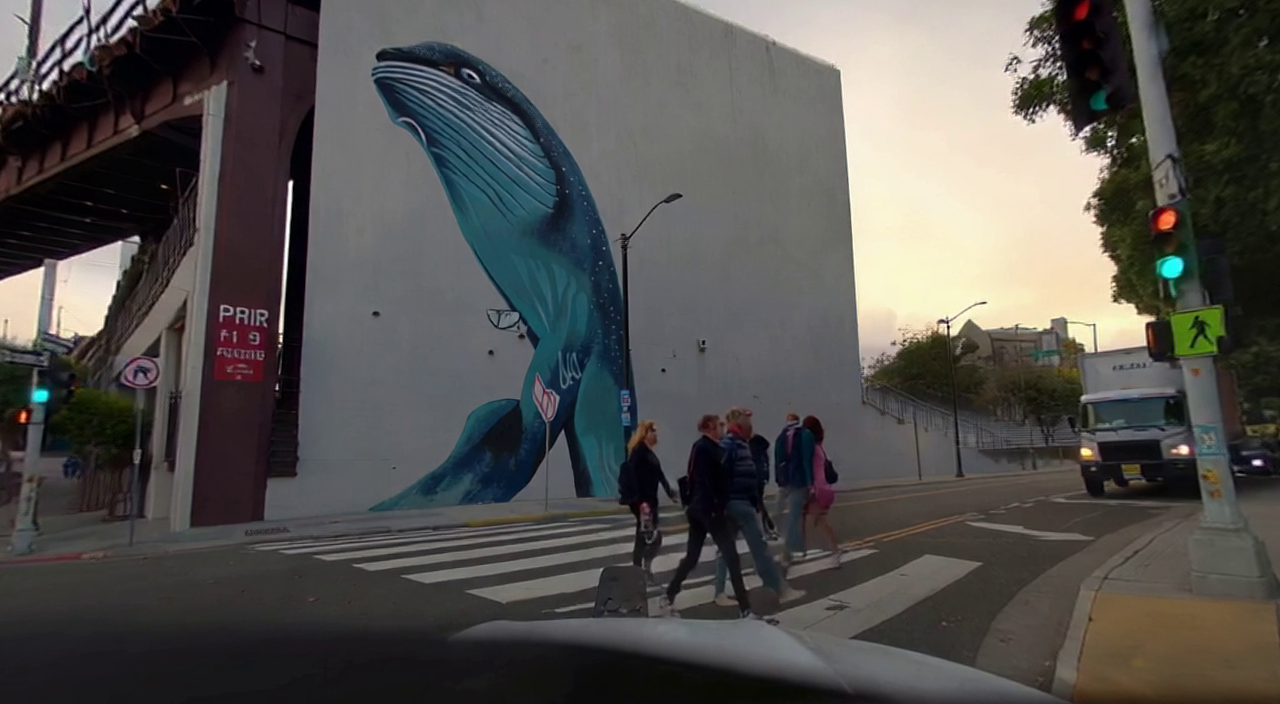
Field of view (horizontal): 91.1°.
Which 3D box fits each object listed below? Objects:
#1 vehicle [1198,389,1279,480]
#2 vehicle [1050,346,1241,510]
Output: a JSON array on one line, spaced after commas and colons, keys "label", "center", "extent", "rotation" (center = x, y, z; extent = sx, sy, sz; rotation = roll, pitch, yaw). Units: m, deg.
[{"label": "vehicle", "center": [32.712, 4.439, 33.448], "extent": [12.015, 4.103, 2.920], "rotation": [8, -11, -43]}, {"label": "vehicle", "center": [15.758, 2.387, 19.224], "extent": [9.347, 3.893, 2.849], "rotation": [7, -11, -42]}]
